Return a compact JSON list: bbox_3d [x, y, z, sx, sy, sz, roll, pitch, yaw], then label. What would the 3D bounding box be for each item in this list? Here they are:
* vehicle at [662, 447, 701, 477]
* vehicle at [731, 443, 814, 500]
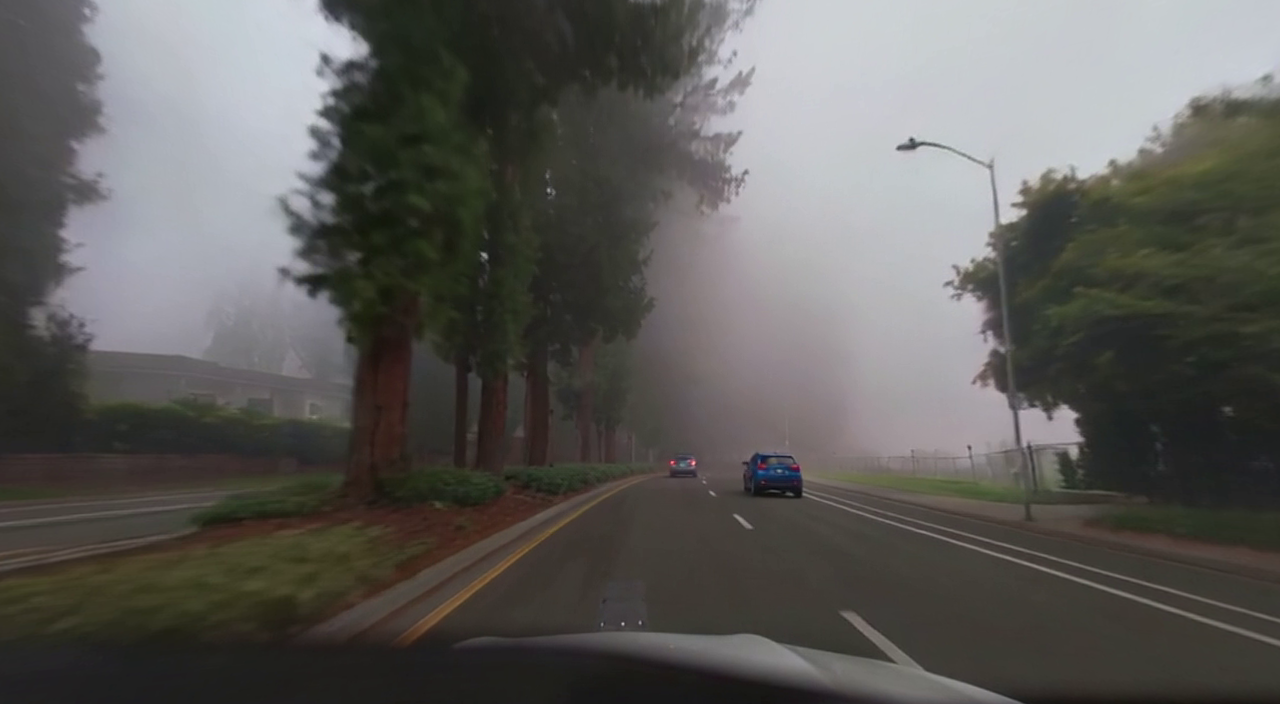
[{"bbox_3d":[2.754,7.079,40.641,2.251,1.822,4.391,-1,-8,7],"label":"vehicle"},{"bbox_3d":[4.253,3.864,20.813,1.971,1.663,4.287,0,-8,3],"label":"vehicle"}]
